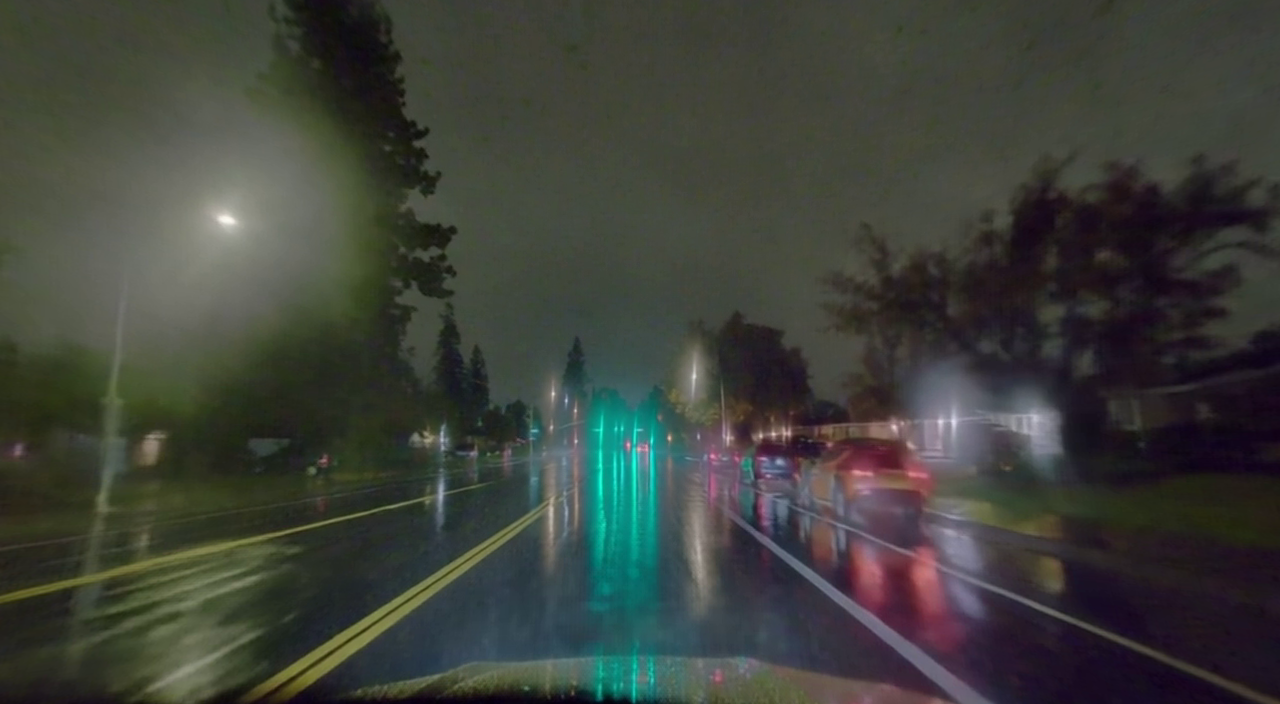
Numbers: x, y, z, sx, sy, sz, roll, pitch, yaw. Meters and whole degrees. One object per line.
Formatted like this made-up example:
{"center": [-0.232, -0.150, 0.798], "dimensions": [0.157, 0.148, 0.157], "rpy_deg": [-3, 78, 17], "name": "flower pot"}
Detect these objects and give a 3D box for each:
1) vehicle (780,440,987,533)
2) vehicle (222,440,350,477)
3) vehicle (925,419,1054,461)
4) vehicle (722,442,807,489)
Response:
{"center": [4.514, 2.547, 12.761], "dimensions": [1.968, 1.467, 5.107], "rpy_deg": [0, -8, -2], "name": "vehicle"}
{"center": [-19.383, 5.843, 34.675], "dimensions": [5.684, 1.934, 2.217], "rpy_deg": [0, -8, 1], "name": "vehicle"}
{"center": [18.162, 4.580, 32.859], "dimensions": [5.481, 1.869, 2.195], "rpy_deg": [-2, -8, -7], "name": "vehicle"}
{"center": [4.390, 4.059, 23.018], "dimensions": [1.999, 1.512, 4.826], "rpy_deg": [0, -8, -2], "name": "vehicle"}
